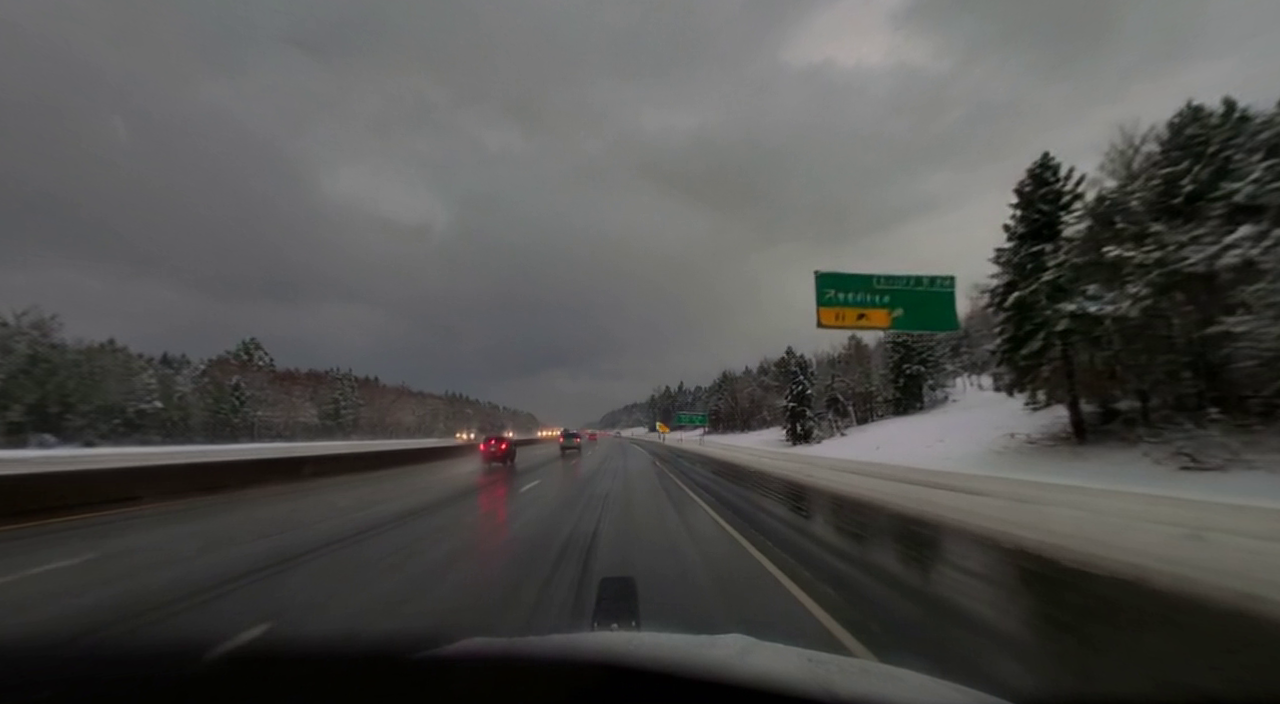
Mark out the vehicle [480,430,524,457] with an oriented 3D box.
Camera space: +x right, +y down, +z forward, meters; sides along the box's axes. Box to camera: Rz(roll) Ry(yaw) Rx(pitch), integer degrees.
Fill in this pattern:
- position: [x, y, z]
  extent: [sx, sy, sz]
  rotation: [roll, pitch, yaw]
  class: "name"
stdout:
- position: [-8.829, 5.895, 40.699]
  extent: [1.965, 1.605, 4.115]
  rotation: [0, -8, -1]
  class: "vehicle"
